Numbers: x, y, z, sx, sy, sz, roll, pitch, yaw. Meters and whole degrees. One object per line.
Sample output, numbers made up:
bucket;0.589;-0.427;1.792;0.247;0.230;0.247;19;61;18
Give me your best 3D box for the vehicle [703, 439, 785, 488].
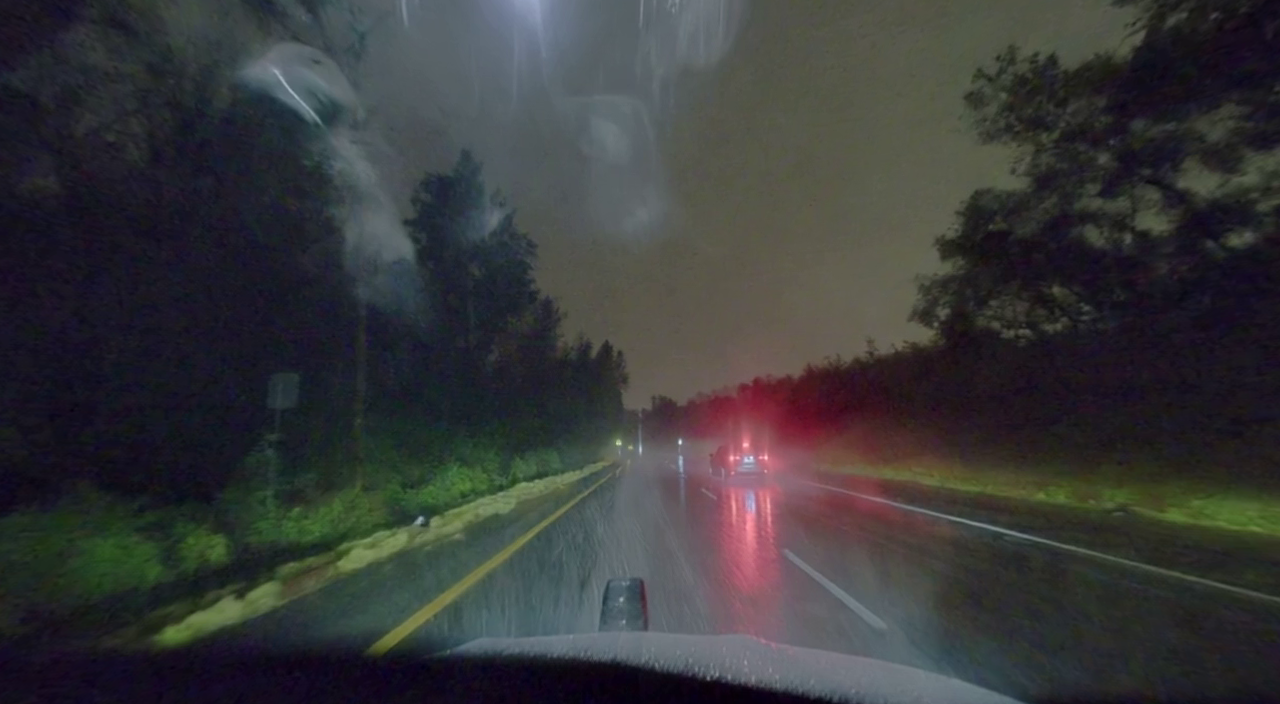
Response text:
vehicle;3.401;3.734;21.535;2.003;1.466;4.441;0;-8;-1
